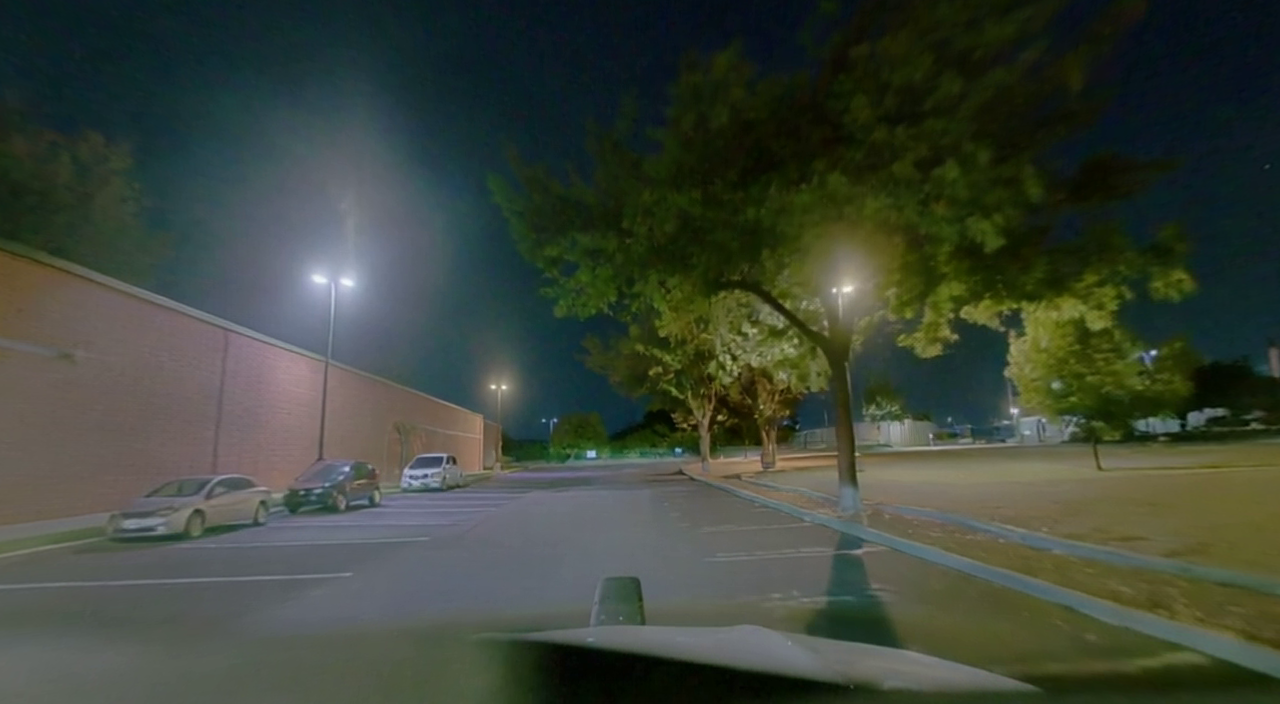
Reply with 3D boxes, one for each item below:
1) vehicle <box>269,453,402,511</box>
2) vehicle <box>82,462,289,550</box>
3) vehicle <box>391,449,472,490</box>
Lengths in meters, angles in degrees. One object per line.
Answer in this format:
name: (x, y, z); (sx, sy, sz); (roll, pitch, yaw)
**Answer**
vehicle: (-9.425, 4.030, 20.026); (2.038, 1.525, 4.383); (0, -8, 0)
vehicle: (-9.604, 3.221, 13.751); (1.938, 1.191, 3.630); (-7, -6, -2)
vehicle: (-9.859, 5.567, 30.406); (2.360, 1.741, 4.912); (0, -8, -2)
